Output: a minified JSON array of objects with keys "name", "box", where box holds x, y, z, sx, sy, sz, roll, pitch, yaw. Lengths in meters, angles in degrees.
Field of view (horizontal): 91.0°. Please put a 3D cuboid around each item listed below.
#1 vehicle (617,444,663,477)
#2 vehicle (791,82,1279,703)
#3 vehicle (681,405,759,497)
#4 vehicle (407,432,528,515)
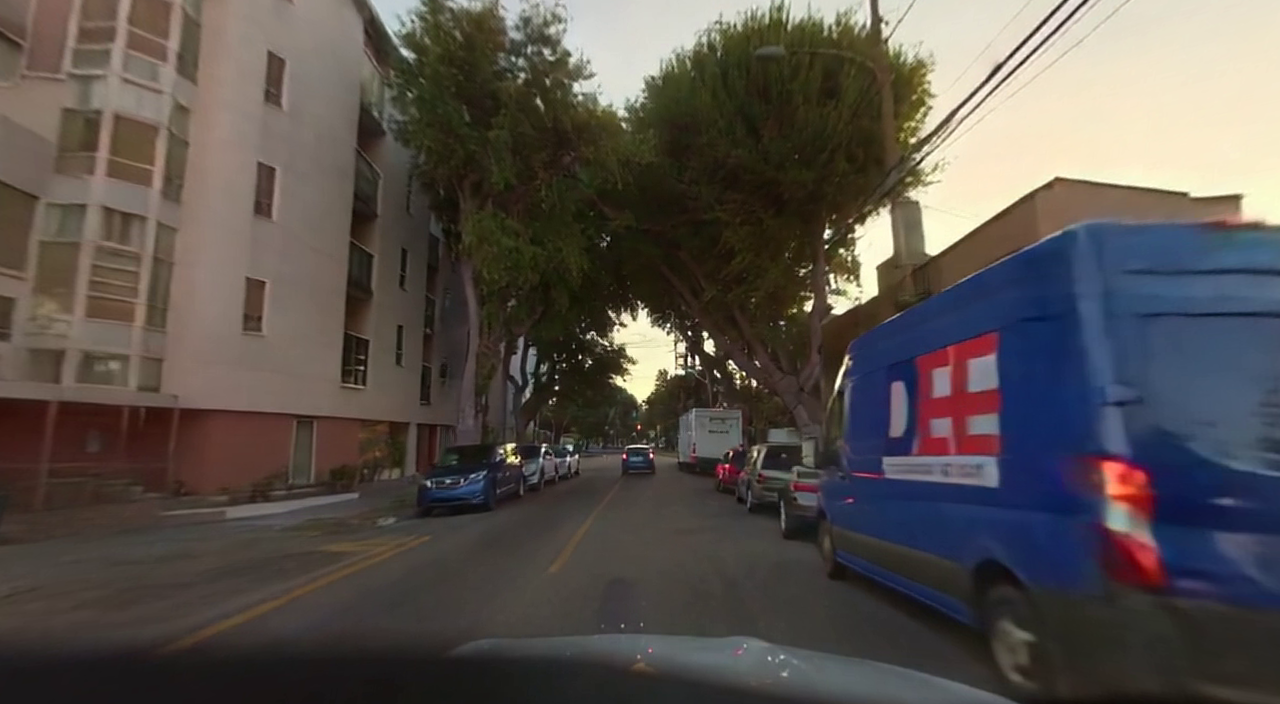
[{"name":"vehicle","box":[0.050,5.296,30.927,2.095,1.510,3.605,0,-8,2]},{"name":"vehicle","box":[3.070,0.793,5.043,2.245,2.843,5.762,0,-8,0]},{"name":"vehicle","box":[2.998,3.710,25.219,2.489,3.082,6.627,0,-4,2]},{"name":"vehicle","box":[-4.262,3.017,16.308,1.951,1.662,4.046,0,-4,1]}]
